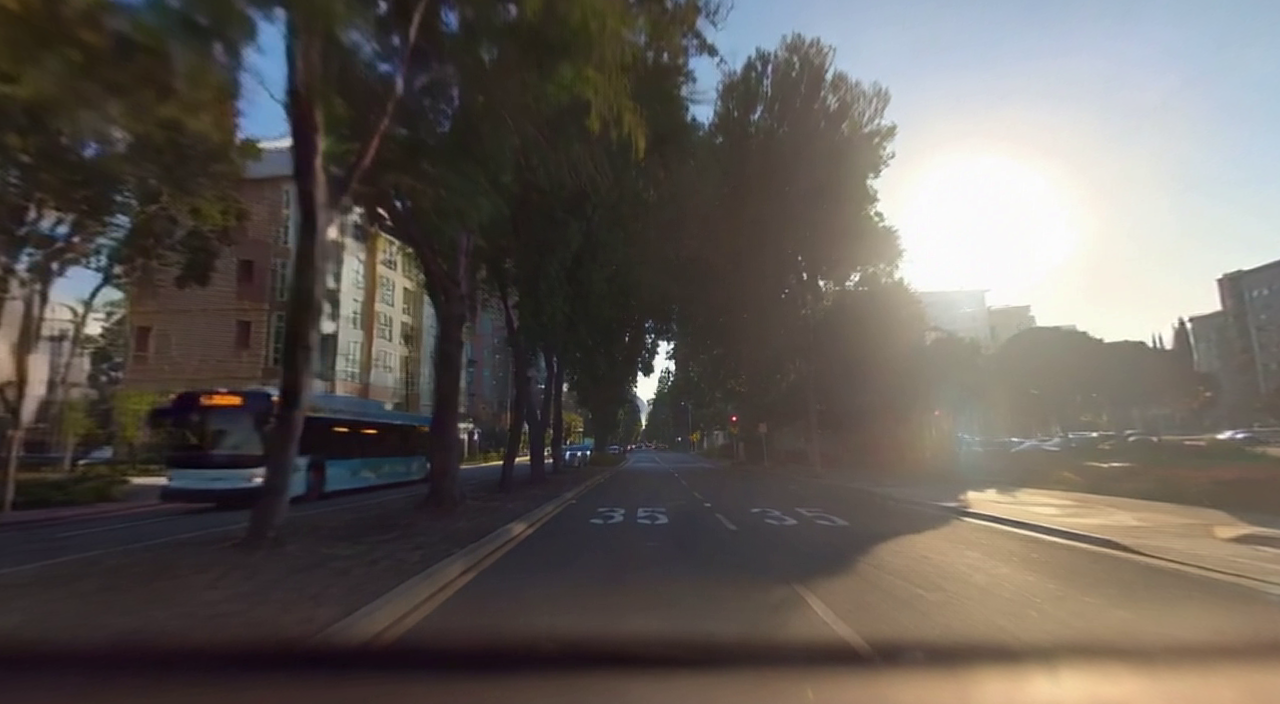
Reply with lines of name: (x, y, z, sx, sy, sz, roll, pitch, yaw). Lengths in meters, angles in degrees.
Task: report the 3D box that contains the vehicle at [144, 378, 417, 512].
vehicle: (-10.937, 3.092, 21.131, 3.052, 3.397, 10.003, 0, -8, 1)
